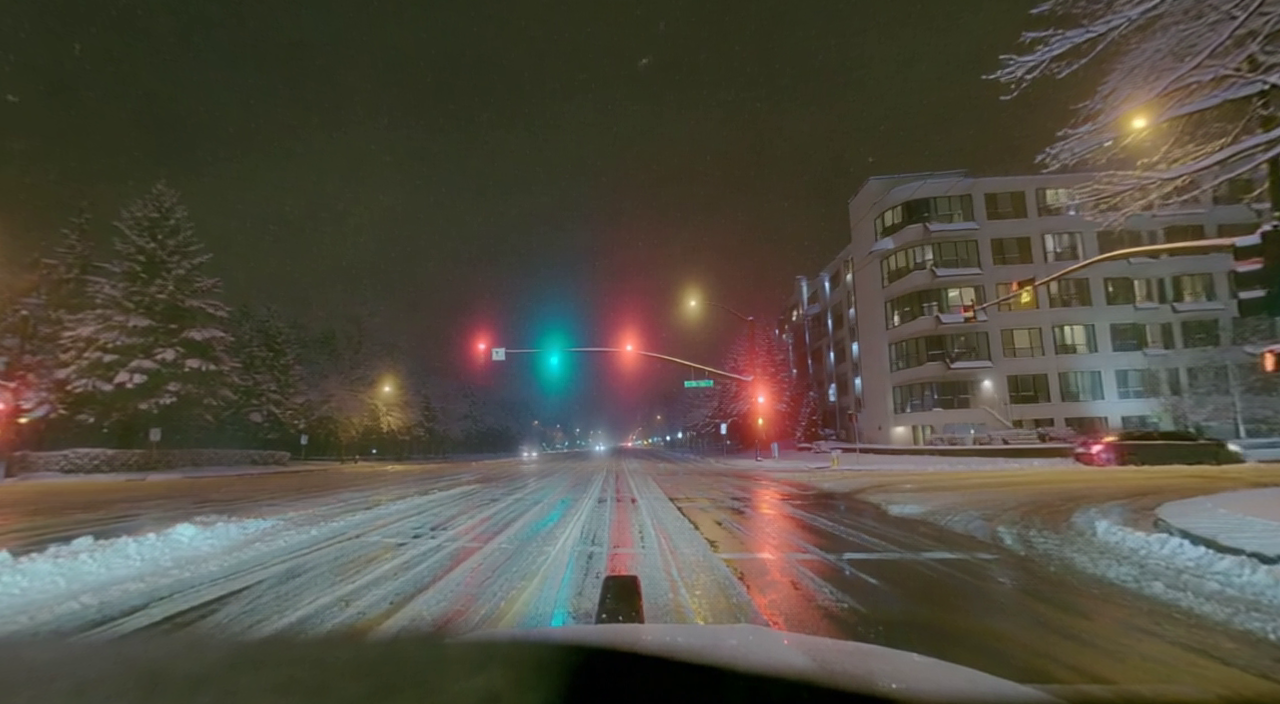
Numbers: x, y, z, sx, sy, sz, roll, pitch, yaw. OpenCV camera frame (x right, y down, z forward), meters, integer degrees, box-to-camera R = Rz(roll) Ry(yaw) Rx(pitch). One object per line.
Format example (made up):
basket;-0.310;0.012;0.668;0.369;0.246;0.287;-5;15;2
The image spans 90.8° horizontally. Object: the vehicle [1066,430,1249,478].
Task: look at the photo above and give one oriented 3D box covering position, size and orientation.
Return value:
vehicle;20.760;4.100;25.570;5.357;1.814;2.141;-1;-8;3
